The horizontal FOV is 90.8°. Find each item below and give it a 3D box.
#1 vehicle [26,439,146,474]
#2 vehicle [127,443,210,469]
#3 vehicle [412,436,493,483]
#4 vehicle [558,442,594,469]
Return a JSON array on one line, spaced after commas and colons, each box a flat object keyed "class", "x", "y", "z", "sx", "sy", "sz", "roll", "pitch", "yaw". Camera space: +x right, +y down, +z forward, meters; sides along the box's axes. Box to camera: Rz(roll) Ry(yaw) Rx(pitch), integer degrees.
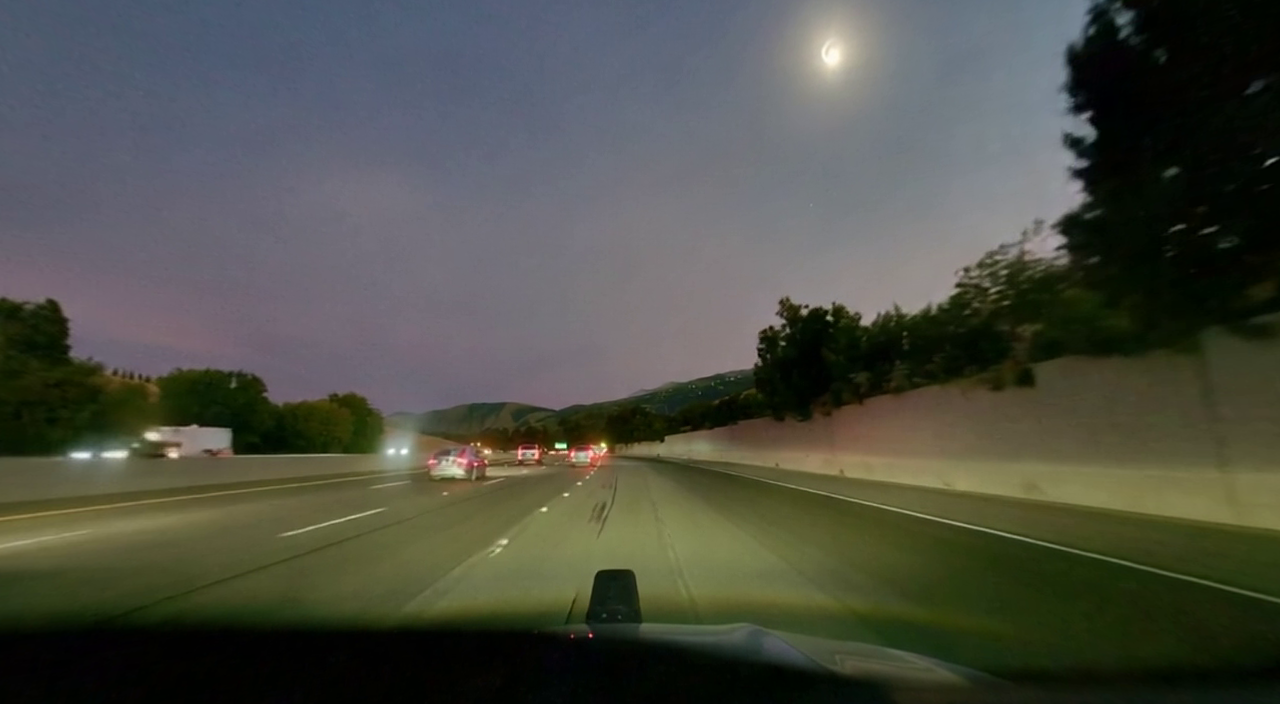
[{"class": "vehicle", "x": -27.565, "y": 5.217, "z": 31.682, "sx": 1.911, "sy": 1.576, "sz": 4.545, "roll": 0, "pitch": -9, "yaw": -1}, {"class": "vehicle", "x": -32.419, "y": 7.161, "z": 43.658, "sx": 2.061, "sy": 1.625, "sz": 4.873, "roll": 0, "pitch": -9, "yaw": -1}, {"class": "vehicle", "x": -7.807, "y": 4.536, "z": 26.851, "sx": 2.074, "sy": 1.768, "sz": 4.805, "roll": 0, "pitch": -9, "yaw": -1}, {"class": "vehicle", "x": -4.261, "y": 6.953, "z": 42.661, "sx": 2.115, "sy": 1.713, "sz": 4.263, "roll": 0, "pitch": -9, "yaw": -2}]
